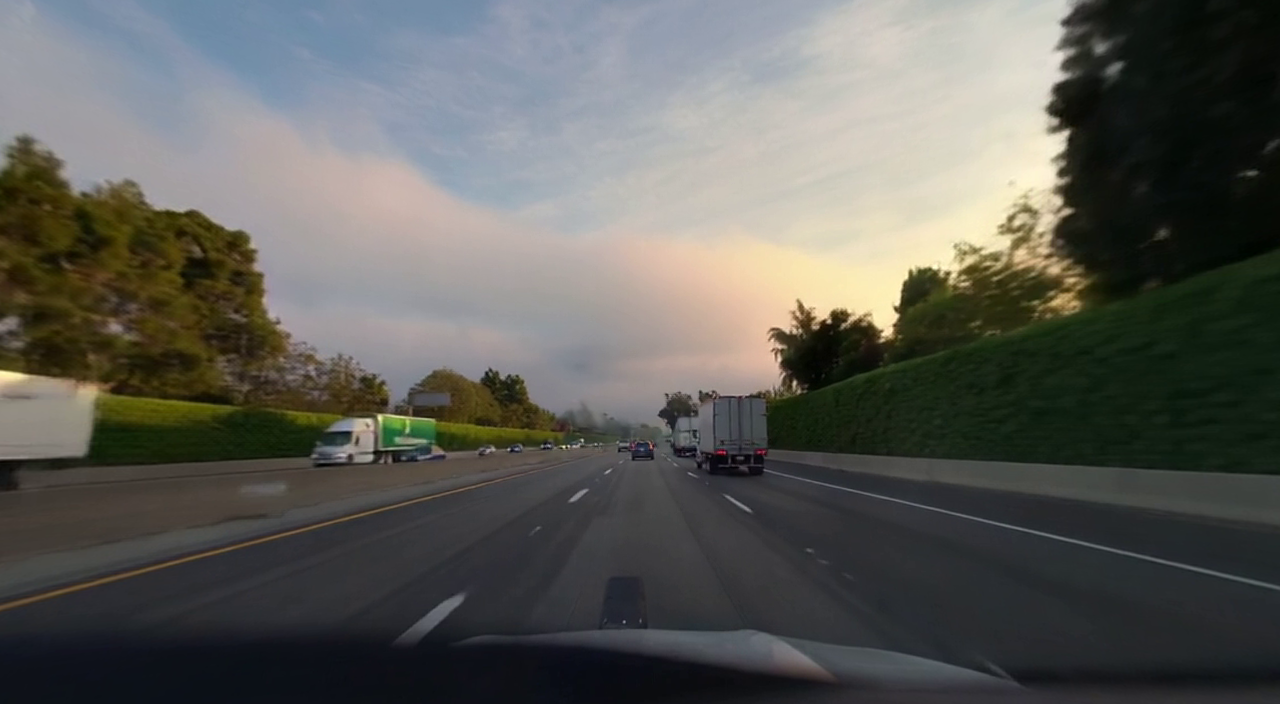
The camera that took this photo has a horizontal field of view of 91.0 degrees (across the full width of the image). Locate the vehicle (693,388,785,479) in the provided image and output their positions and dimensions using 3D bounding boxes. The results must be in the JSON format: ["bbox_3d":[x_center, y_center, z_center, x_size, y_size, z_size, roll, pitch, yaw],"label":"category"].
[{"bbox_3d":[4.049,3.646,27.766,2.742,3.383,8.285,0,-8,1],"label":"vehicle"}]

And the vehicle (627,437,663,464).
[{"bbox_3d":[0.328,6.825,43.865,2.389,1.760,4.473,0,-8,1],"label":"vehicle"}]

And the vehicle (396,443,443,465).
[{"bbox_3d":[-16.063,7.405,45.984,1.842,1.480,4.243,0,-8,1],"label":"vehicle"}]

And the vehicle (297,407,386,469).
[{"bbox_3d":[-20.693,6.018,44.123,2.952,3.960,6.390,0,-8,1],"label":"vehicle"}]
